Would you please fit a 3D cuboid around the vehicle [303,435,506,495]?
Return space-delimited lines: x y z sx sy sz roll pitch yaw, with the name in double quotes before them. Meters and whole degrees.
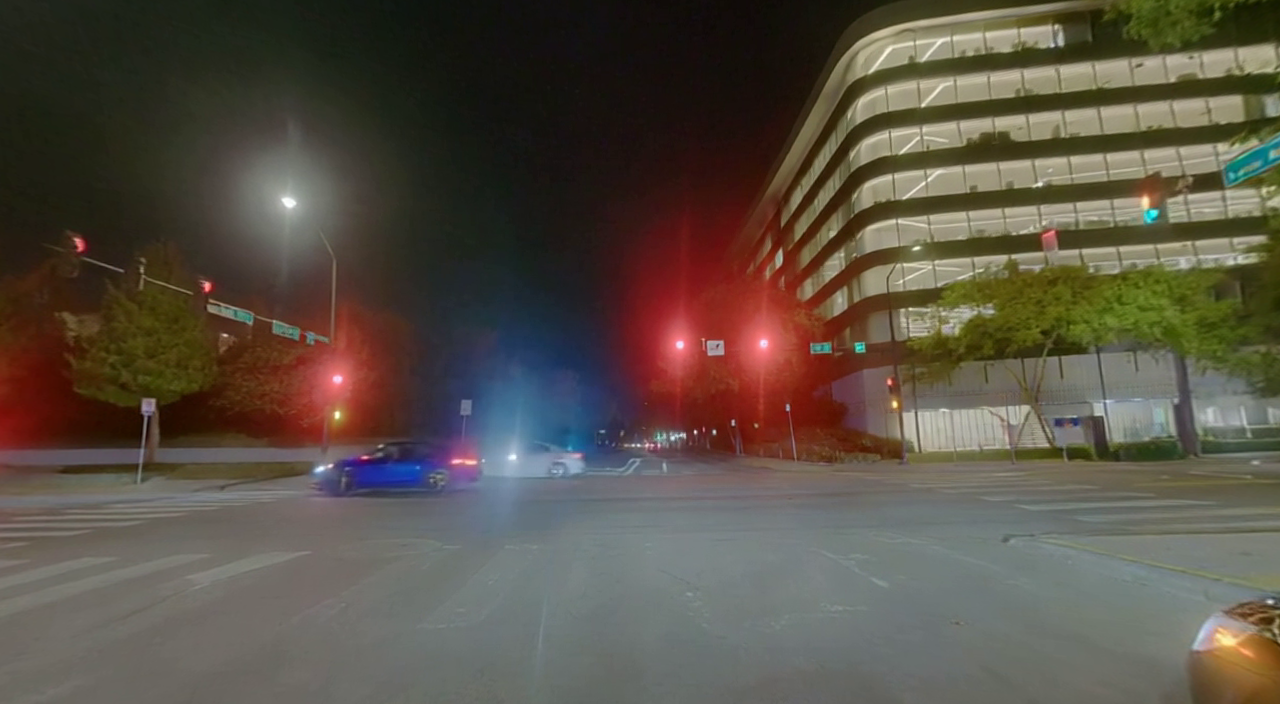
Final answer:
"vehicle" -6.204 3.017 16.995 4.723 1.484 1.883 0 -8 0

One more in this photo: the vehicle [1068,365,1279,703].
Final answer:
"vehicle" 2.884 0.676 0.830 1.947 1.576 3.825 0 -8 1
